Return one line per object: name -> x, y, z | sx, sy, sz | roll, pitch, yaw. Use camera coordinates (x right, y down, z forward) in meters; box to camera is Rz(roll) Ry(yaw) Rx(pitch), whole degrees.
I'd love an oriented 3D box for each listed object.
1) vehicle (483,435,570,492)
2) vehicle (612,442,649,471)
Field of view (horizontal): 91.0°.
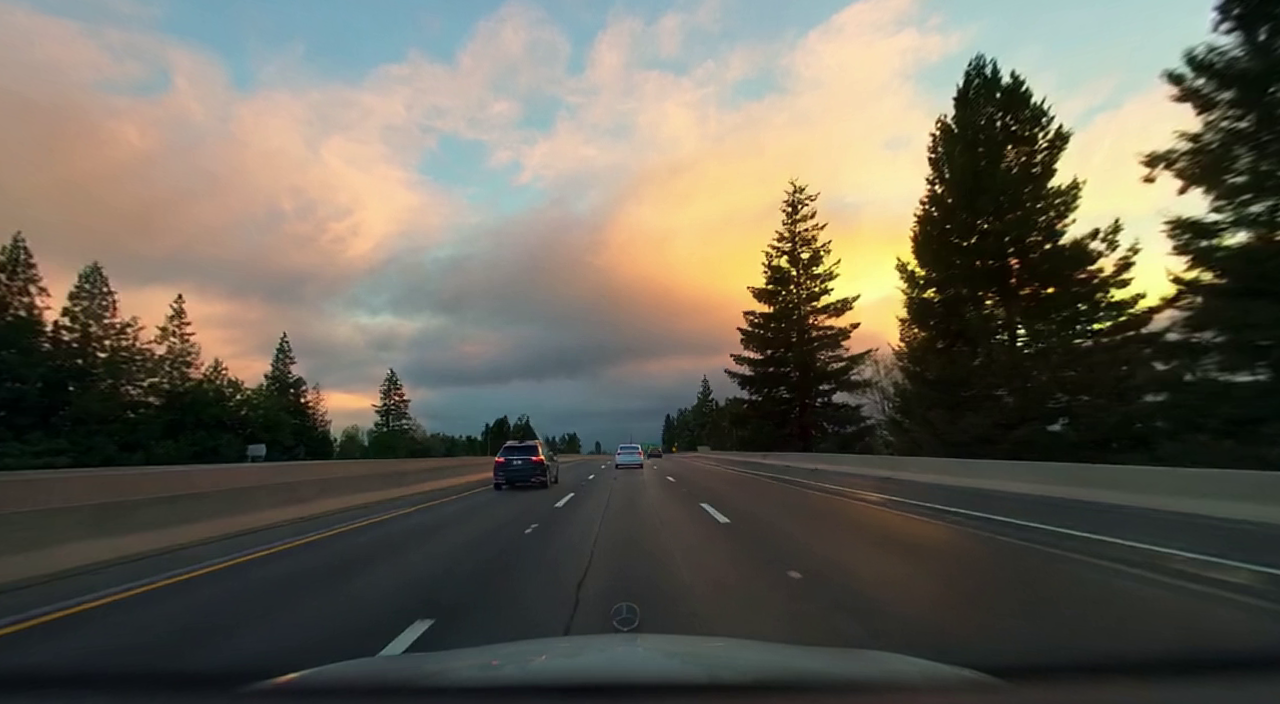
vehicle -> -3.808, 3.825, 21.987 | 2.130, 1.741, 4.665 | 0, -9, 0
vehicle -> -0.594, 6.309, 38.239 | 2.130, 1.684, 3.826 | 0, -8, -1
